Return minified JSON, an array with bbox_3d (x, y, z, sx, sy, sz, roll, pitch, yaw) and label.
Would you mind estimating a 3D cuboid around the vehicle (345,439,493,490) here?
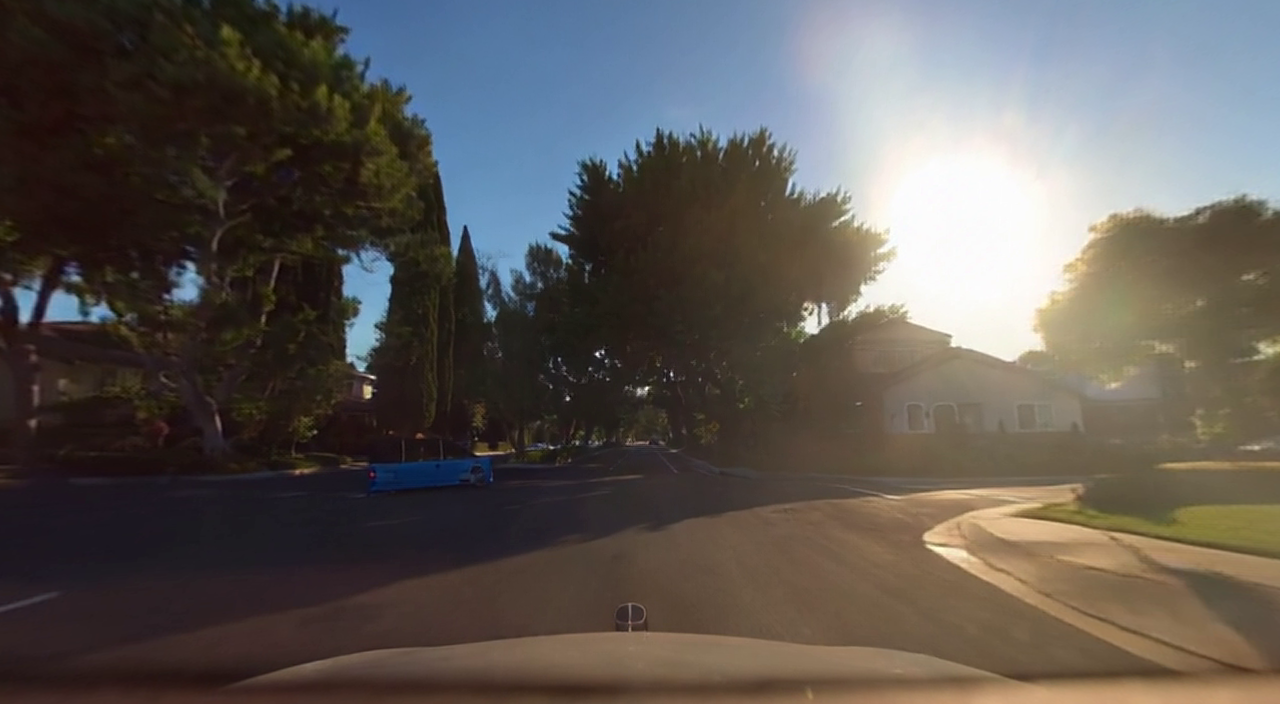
[{"bbox_3d":[-8.045,4.104,23.428,2.170,1.666,4.788,-6,-10,33],"label":"vehicle"}]
